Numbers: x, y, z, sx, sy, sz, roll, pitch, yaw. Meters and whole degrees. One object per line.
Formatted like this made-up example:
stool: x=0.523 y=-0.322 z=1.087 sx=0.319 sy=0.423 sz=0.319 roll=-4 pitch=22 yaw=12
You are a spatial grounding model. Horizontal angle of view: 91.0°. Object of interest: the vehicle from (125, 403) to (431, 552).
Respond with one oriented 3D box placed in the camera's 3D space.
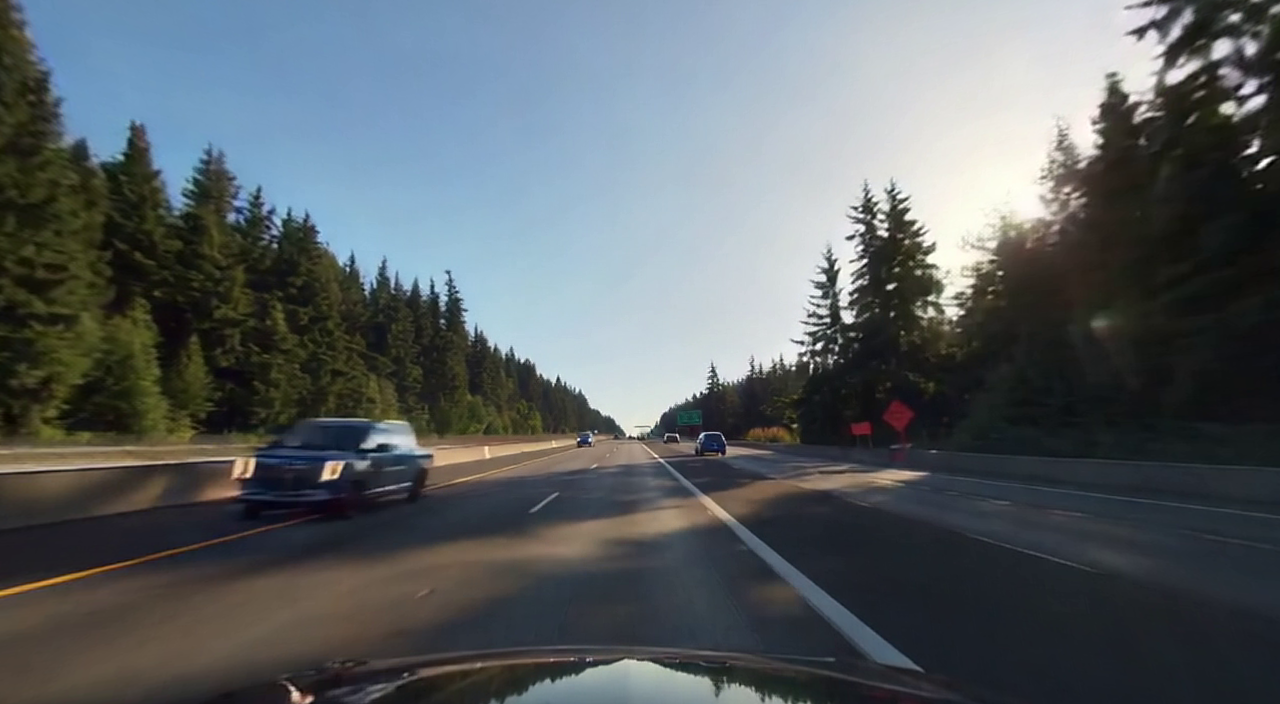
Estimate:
vehicle: x=-5.010 y=1.784 z=9.710 sx=2.067 sy=1.721 sz=4.529 roll=0 pitch=-8 yaw=-1
